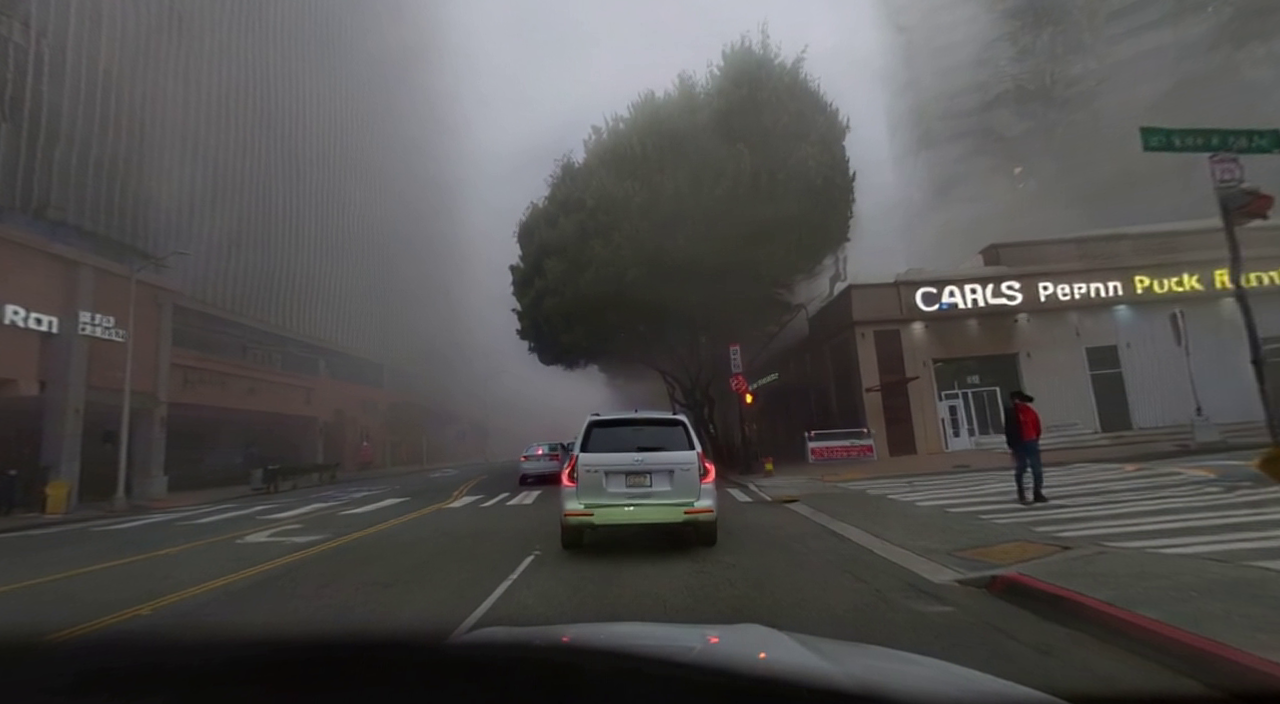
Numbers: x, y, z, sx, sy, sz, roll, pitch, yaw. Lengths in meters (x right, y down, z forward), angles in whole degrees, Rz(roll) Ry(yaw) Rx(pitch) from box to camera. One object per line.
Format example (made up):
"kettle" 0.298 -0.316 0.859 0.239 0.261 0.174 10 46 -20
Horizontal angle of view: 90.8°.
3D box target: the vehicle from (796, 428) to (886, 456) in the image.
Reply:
"vehicle" 11.281 5.077 35.662 4.426 1.490 1.862 -1 -8 3

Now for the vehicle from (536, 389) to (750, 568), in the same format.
"vehicle" -0.060 1.746 9.450 2.352 1.953 4.796 0 -8 -2
